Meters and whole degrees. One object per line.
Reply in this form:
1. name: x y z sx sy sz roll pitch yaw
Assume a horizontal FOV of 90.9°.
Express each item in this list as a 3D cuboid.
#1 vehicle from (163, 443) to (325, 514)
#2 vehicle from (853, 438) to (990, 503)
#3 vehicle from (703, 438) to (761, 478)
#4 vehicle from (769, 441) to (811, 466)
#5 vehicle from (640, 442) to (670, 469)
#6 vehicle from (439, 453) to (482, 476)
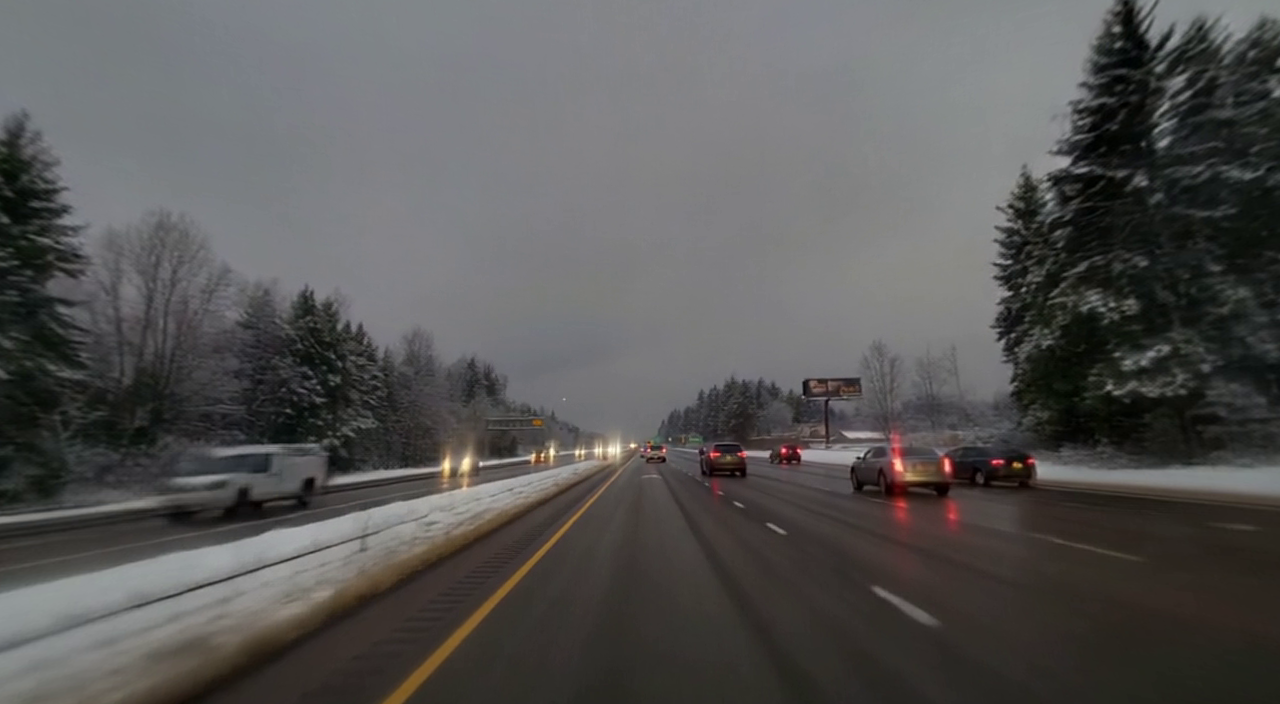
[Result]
1. vehicle: -13.196 4.180 21.577 2.014 2.072 5.382 0 -8 0
2. vehicle: 7.626 3.212 17.604 1.807 1.558 4.352 0 -8 0
3. vehicle: 4.469 5.232 31.448 2.075 1.845 4.667 0 -8 -1
4. vehicle: 11.564 7.873 49.006 2.028 1.801 4.503 0 -8 -1
5. vehicle: 1.059 7.566 46.263 2.145 1.832 4.004 0 -8 0
6. vehicle: -13.653 8.558 48.205 1.890 1.559 4.509 -1 -8 2
